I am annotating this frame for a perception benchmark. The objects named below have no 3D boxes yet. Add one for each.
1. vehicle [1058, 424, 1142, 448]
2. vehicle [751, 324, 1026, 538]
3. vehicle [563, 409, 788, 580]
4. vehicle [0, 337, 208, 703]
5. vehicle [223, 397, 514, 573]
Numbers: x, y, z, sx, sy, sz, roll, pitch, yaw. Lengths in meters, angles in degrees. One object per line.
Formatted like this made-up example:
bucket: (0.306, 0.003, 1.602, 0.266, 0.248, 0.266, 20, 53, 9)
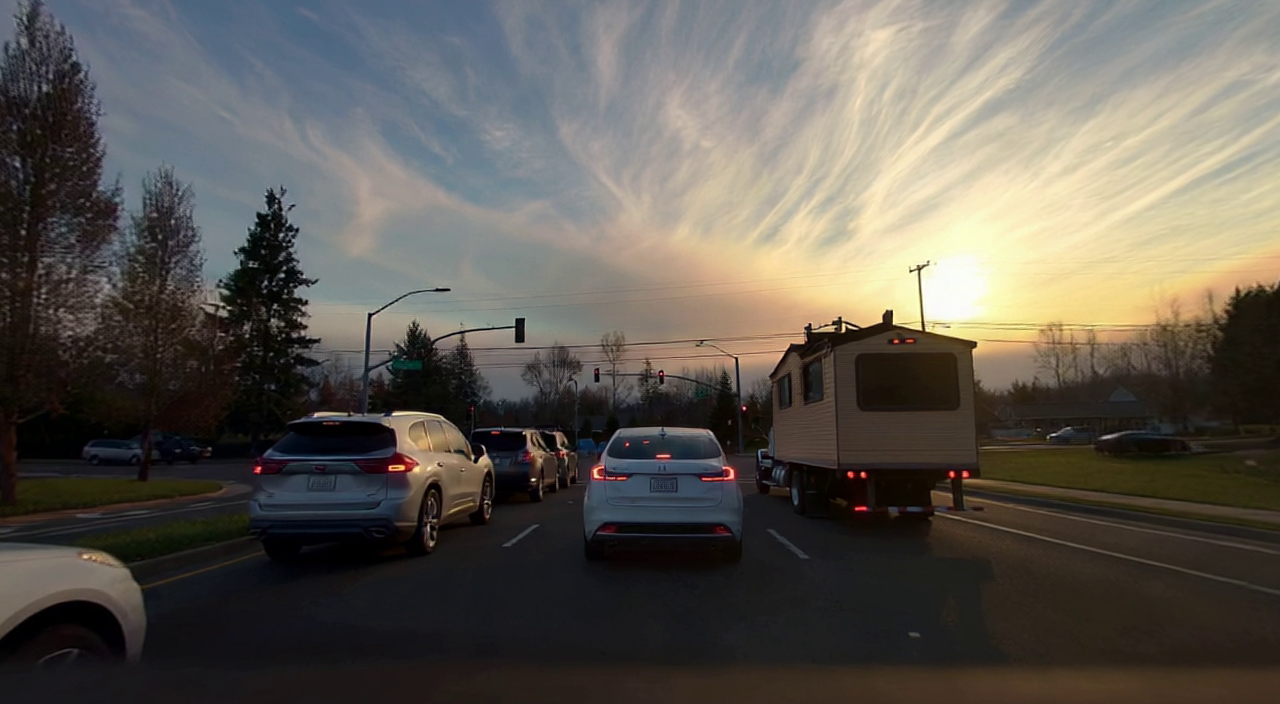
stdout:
vehicle: (33.254, 6.138, 45.843, 4.671, 1.595, 1.824, -5, -10, 31)
vehicle: (3.685, 1.416, 11.007, 2.531, 2.750, 5.595, 0, -9, 1)
vehicle: (0.354, 1.706, 8.315, 2.189, 1.649, 4.171, 0, -9, 0)
vehicle: (-3.429, 0.675, 1.479, 1.952, 1.730, 4.116, 0, -9, -1)
vehicle: (-3.277, 1.716, 8.844, 2.085, 1.812, 4.388, 0, -9, 0)
